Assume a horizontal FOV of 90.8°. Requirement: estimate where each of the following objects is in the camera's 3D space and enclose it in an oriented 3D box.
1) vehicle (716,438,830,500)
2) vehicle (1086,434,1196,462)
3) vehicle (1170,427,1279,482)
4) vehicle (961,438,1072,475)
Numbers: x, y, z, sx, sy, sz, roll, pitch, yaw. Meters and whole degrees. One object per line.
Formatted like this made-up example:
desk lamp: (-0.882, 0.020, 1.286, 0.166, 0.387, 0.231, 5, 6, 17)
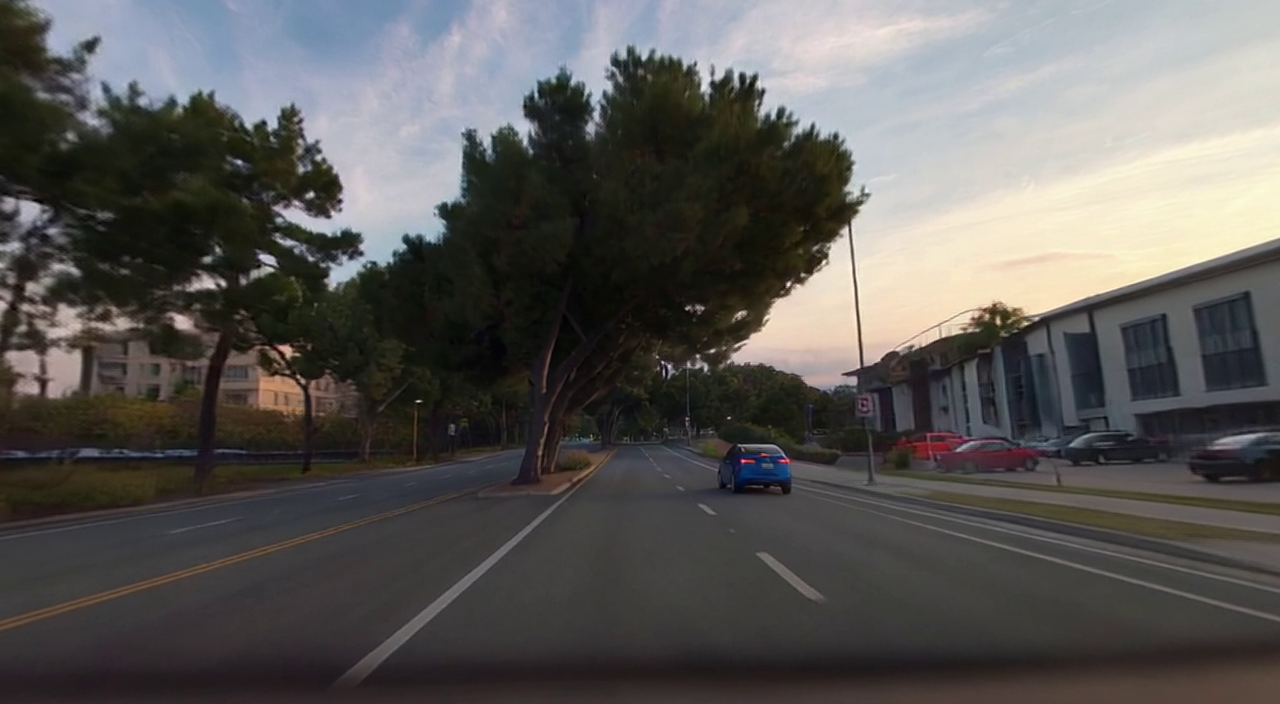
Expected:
vehicle: (3.526, 3.191, 17.756, 2.114, 1.493, 4.430, 0, -8, -2)
vehicle: (32.662, 6.295, 41.304, 5.237, 1.724, 2.398, 1, -9, -4)
vehicle: (17.716, 2.888, 17.878, 3.622, 1.432, 2.029, 0, -8, -3)
vehicle: (19.436, 5.451, 32.765, 4.418, 1.418, 1.873, -5, -14, -2)
